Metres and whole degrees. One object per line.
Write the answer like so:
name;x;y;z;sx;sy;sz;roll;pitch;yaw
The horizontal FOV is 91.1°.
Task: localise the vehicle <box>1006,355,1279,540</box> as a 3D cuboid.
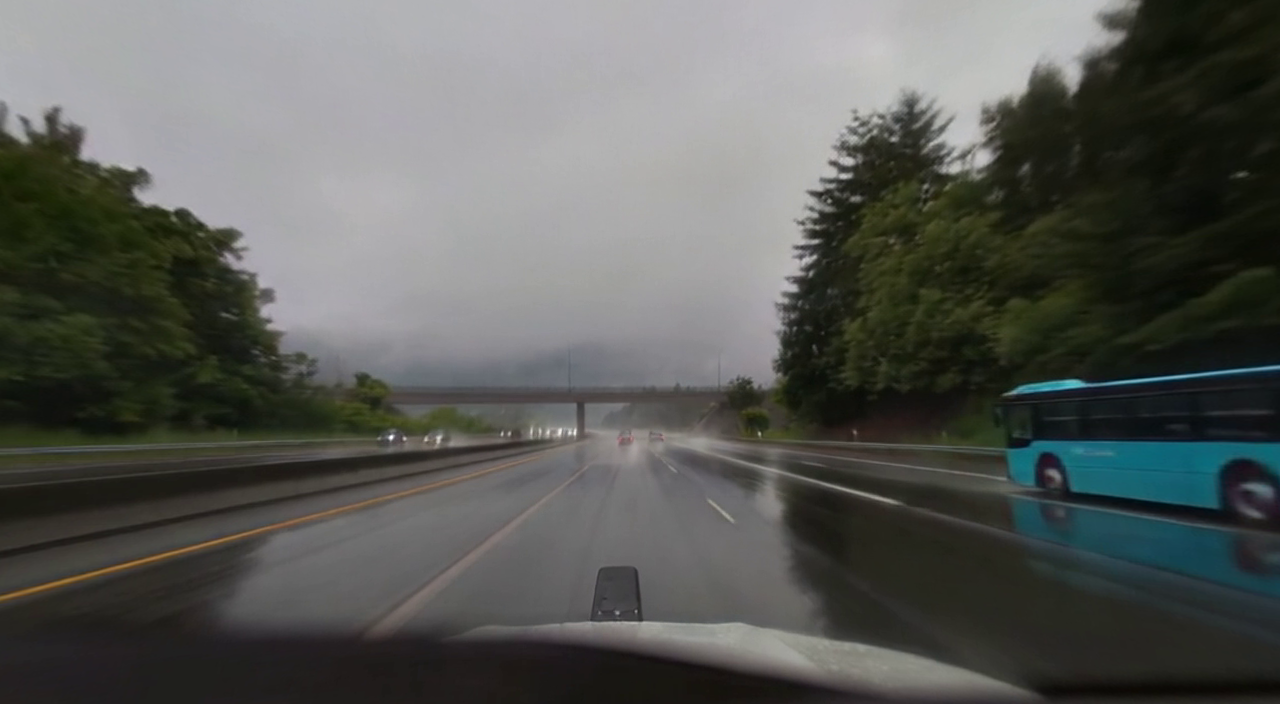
vehicle;12.982;2.026;13.656;3.009;3.265;12.098;0;-8;1
